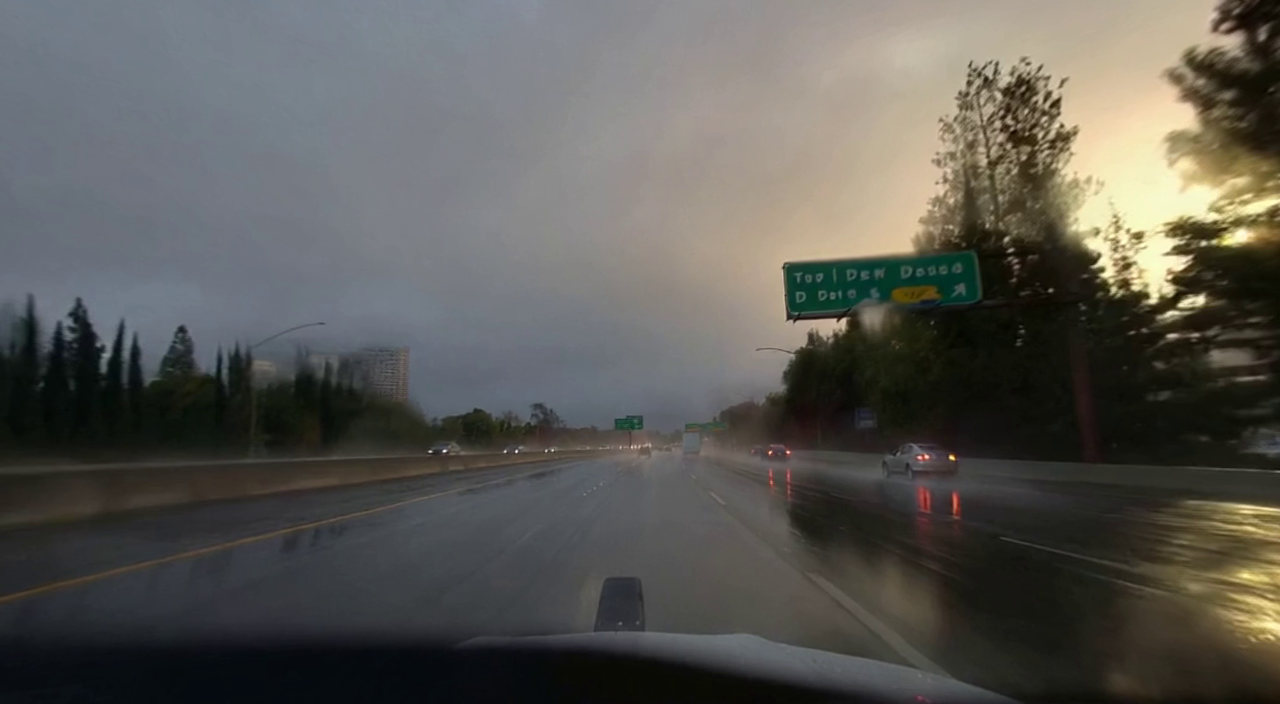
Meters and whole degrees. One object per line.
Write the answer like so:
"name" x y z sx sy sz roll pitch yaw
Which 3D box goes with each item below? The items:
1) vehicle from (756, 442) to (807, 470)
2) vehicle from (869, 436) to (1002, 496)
"vehicle" 8.090 5.966 36.506 1.861 1.500 4.860 0 -9 0
"vehicle" 8.936 3.474 19.637 2.090 1.643 4.513 0 -9 3
